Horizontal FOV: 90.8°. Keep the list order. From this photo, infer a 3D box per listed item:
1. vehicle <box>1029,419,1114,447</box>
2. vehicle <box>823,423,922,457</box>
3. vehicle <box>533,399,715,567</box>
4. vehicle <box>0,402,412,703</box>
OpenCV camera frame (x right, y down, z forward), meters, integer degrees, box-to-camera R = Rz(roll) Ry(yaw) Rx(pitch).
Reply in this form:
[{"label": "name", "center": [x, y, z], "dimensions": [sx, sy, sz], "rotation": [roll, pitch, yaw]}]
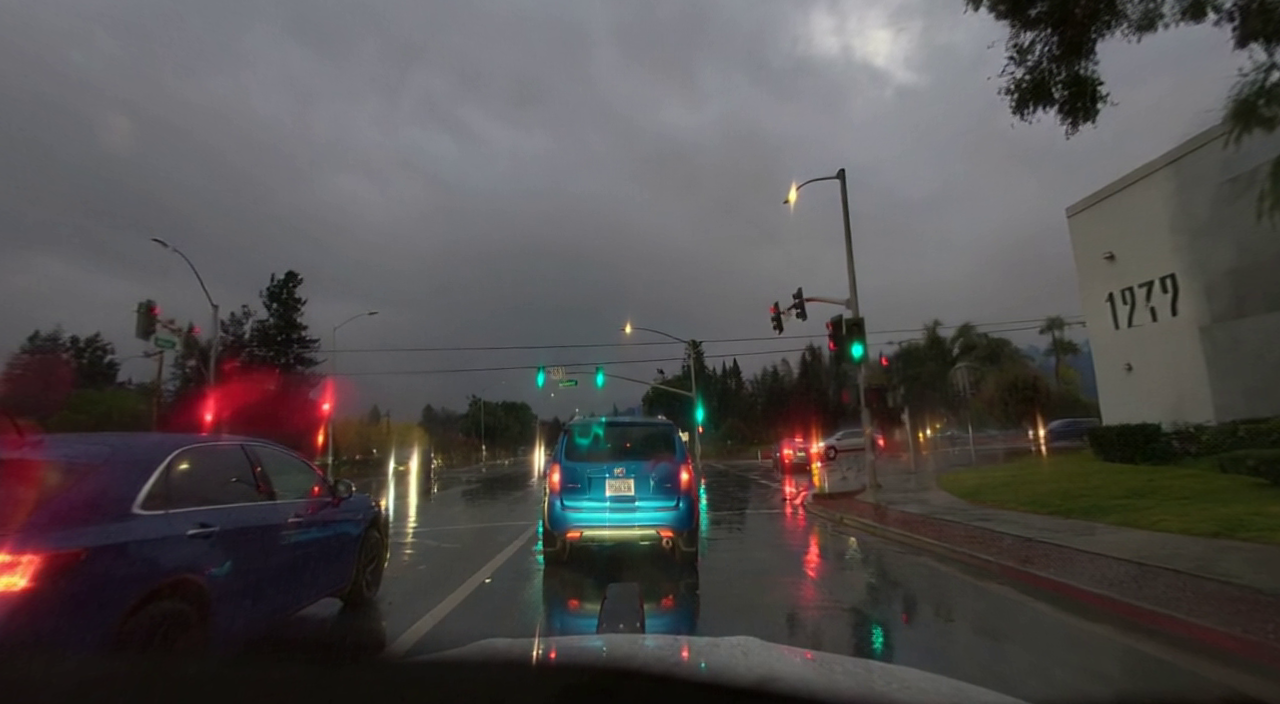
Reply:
[{"label": "vehicle", "center": [24.804, 4.668, 36.307], "dimensions": [3.830, 1.545, 2.006], "rotation": [3, -9, -19]}, {"label": "vehicle", "center": [12.917, 4.903, 35.137], "dimensions": [4.872, 1.806, 2.107], "rotation": [3, -9, -20]}, {"label": "vehicle", "center": [-0.182, 1.796, 9.345], "dimensions": [2.059, 1.877, 4.249], "rotation": [0, -8, 0]}, {"label": "vehicle", "center": [-3.381, 1.264, 4.549], "dimensions": [2.011, 1.527, 4.008], "rotation": [0, -8, -1]}]
